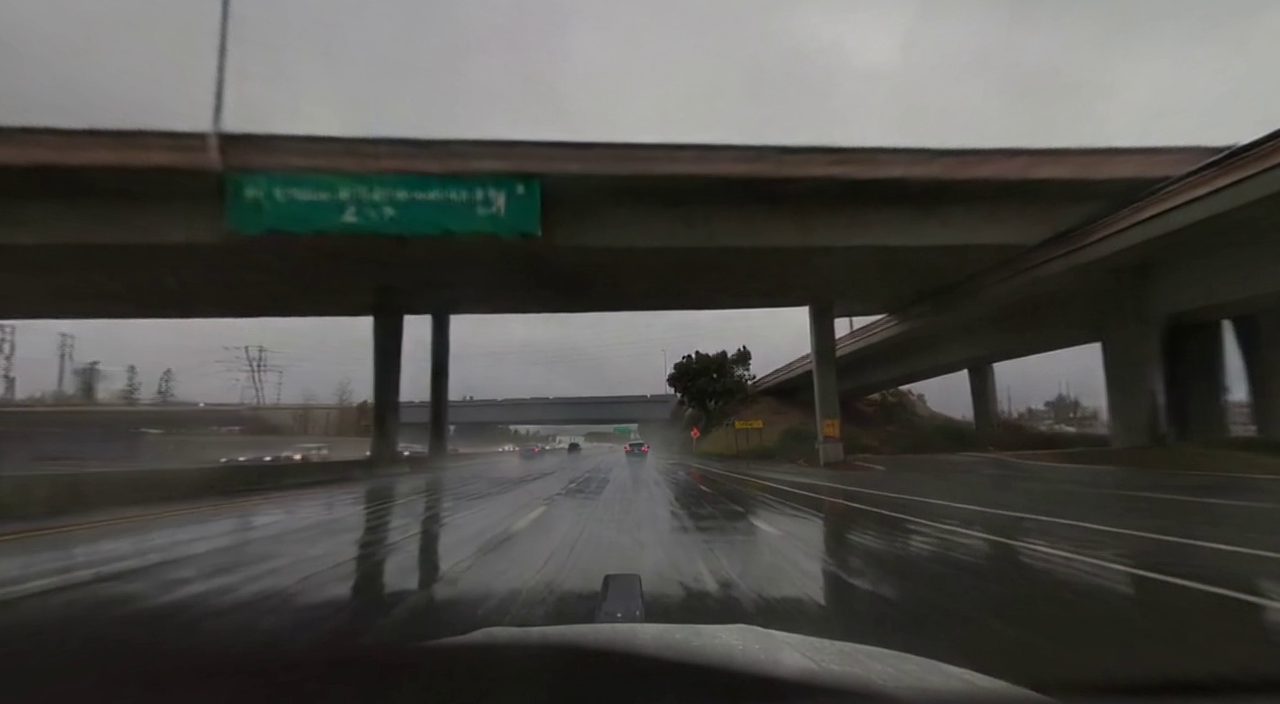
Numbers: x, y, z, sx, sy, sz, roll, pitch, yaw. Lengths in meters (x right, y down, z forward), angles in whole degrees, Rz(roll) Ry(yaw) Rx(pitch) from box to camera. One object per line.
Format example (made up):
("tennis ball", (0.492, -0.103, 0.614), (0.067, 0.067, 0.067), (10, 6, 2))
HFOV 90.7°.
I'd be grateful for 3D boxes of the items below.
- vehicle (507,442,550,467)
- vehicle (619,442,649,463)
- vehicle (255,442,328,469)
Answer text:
("vehicle", (-7.299, 6.740, 41.806), (1.994, 1.487, 4.605), (0, -8, 0))
("vehicle", (-0.507, 7.435, 46.805), (2.086, 1.472, 4.168), (0, -8, -2))
("vehicle", (-25.448, 7.556, 46.471), (2.166, 1.769, 5.672), (0, -8, 0))
